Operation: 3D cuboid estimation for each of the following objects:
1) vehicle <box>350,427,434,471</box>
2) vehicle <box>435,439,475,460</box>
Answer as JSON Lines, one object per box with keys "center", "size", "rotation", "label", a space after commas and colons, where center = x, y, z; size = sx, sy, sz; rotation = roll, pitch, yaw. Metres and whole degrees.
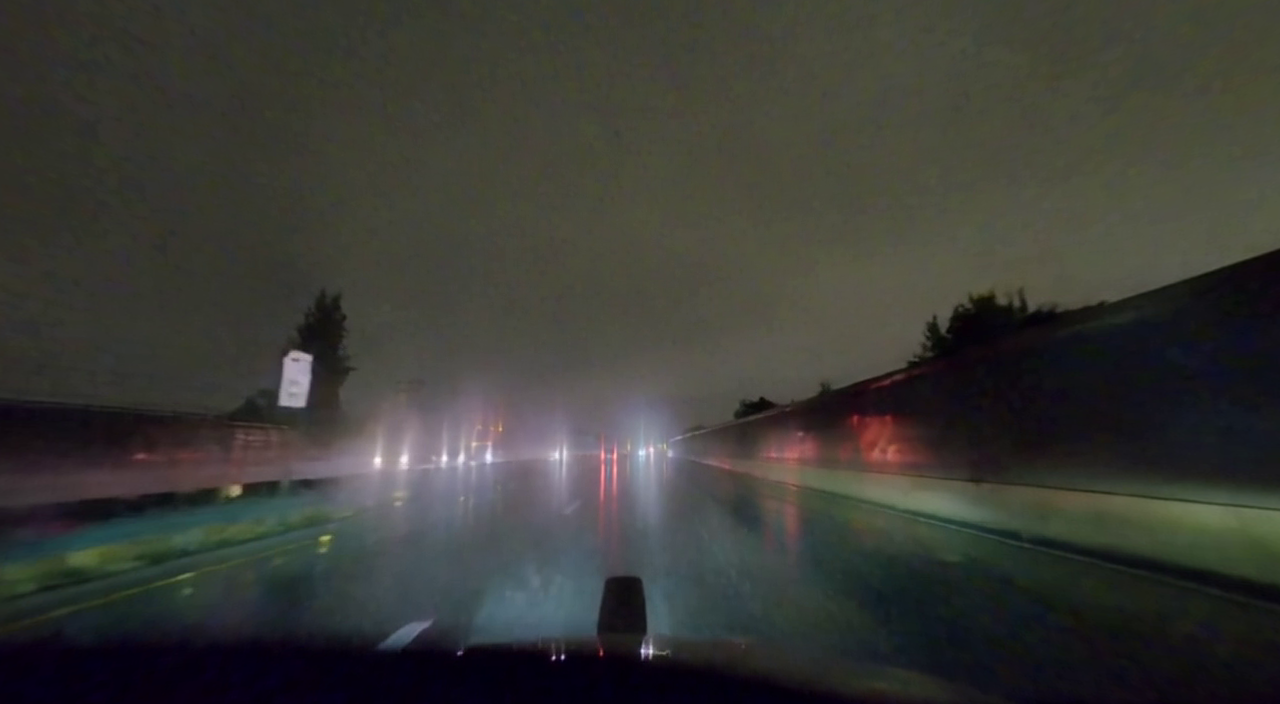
{"center": [-14.558, 5.793, 37.610], "size": [2.230, 2.369, 6.640], "rotation": [0, -9, 1], "label": "vehicle"}
{"center": [-14.360, 7.593, 49.100], "size": [1.753, 1.556, 4.053], "rotation": [0, -9, 1], "label": "vehicle"}
